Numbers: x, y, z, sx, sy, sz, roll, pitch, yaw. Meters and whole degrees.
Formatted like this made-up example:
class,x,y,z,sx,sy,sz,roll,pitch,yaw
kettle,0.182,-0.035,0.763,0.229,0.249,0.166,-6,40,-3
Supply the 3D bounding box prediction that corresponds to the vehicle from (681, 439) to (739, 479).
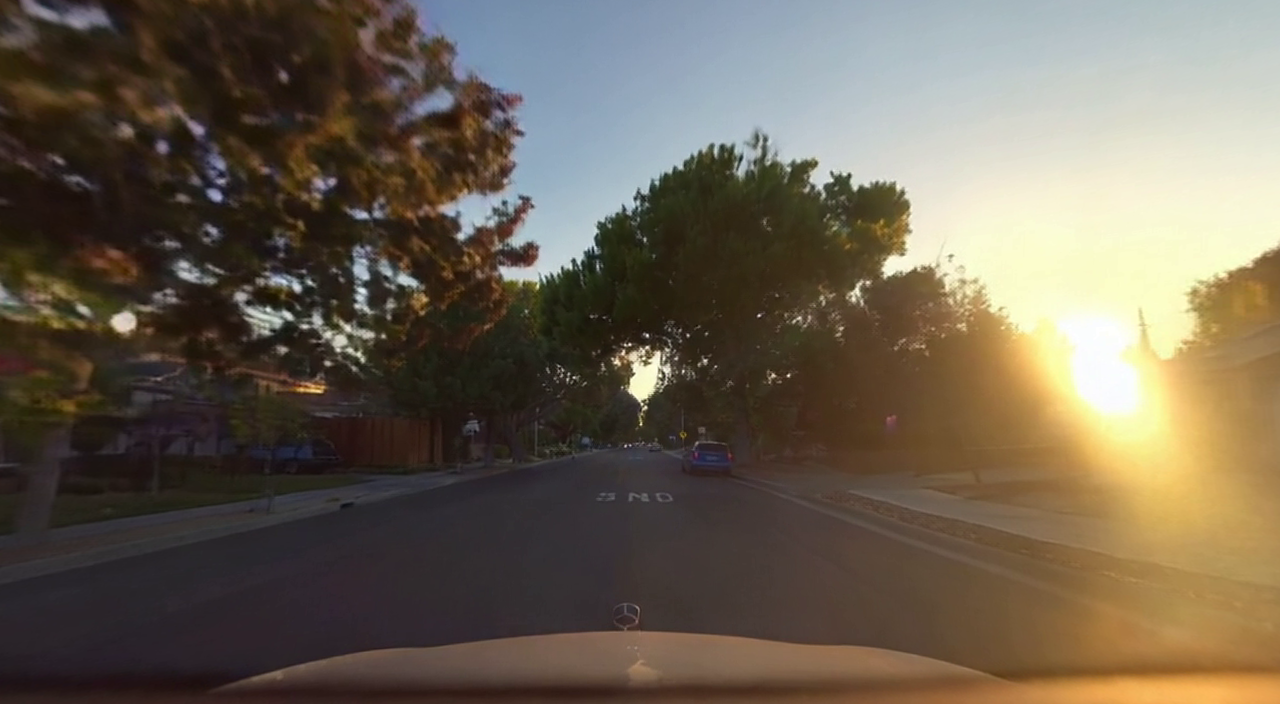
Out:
class,x,y,z,sx,sy,sz,roll,pitch,yaw
vehicle,3.033,4.749,28.285,2.114,1.633,4.042,0,-8,0
